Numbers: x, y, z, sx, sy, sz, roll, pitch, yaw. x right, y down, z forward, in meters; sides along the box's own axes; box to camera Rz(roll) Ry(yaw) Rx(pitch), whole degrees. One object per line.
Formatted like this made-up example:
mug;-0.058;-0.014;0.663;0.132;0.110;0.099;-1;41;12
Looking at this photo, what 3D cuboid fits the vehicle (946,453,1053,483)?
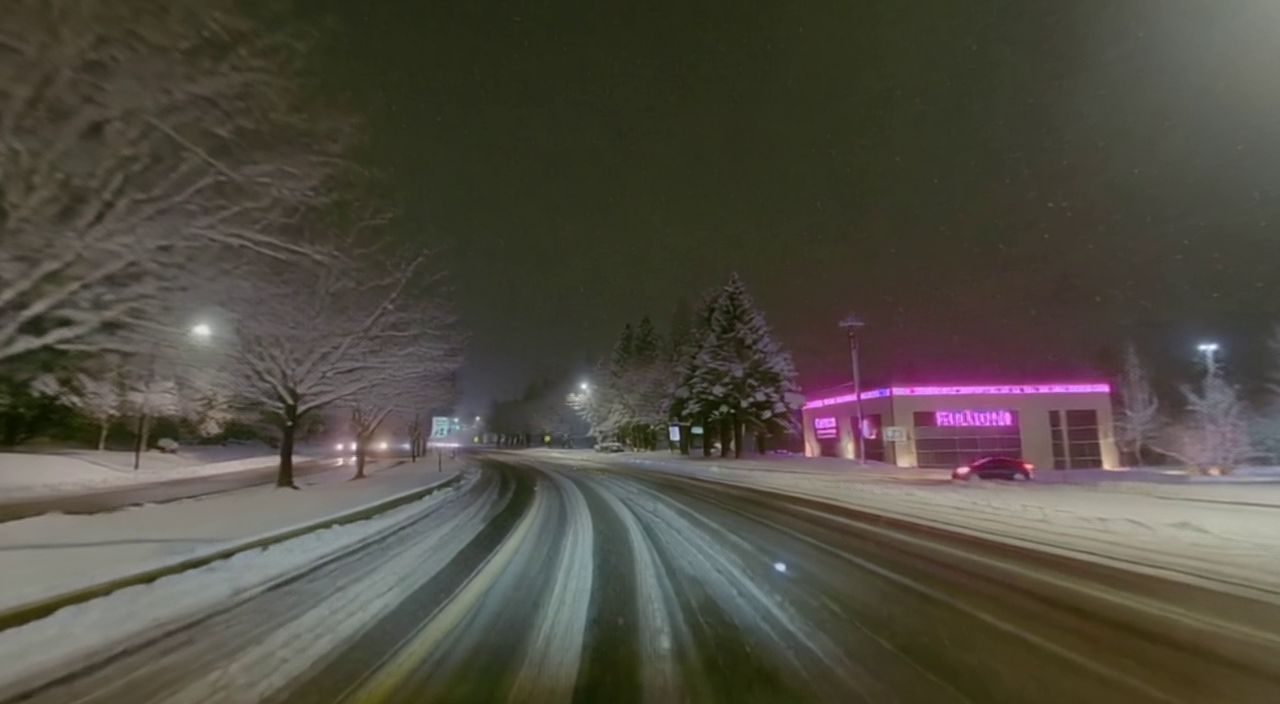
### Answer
vehicle;21.003;6.811;36.998;4.946;1.656;2.139;0;-9;2
